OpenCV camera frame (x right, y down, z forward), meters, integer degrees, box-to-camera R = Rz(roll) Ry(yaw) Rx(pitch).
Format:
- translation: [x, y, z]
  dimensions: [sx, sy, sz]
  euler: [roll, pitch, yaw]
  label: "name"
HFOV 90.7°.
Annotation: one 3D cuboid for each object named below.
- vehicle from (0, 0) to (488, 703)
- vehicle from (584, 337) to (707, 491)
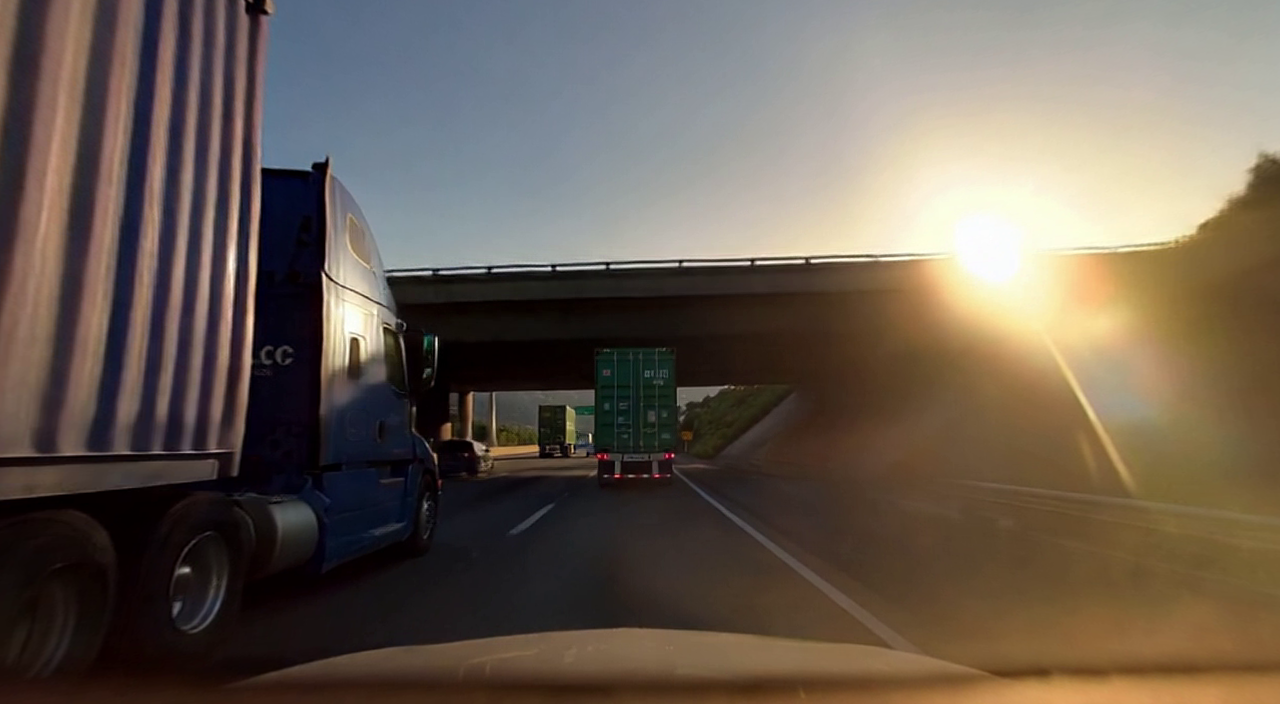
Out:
- translation: [-3.646, 0.042, 4.889]
  dimensions: [3.187, 3.949, 6.963]
  euler: [0, -9, 0]
  label: "vehicle"
- translation: [0.011, 2.237, 21.215]
  dimensions: [3.357, 4.212, 7.519]
  euler: [0, -9, -2]
  label: "vehicle"
